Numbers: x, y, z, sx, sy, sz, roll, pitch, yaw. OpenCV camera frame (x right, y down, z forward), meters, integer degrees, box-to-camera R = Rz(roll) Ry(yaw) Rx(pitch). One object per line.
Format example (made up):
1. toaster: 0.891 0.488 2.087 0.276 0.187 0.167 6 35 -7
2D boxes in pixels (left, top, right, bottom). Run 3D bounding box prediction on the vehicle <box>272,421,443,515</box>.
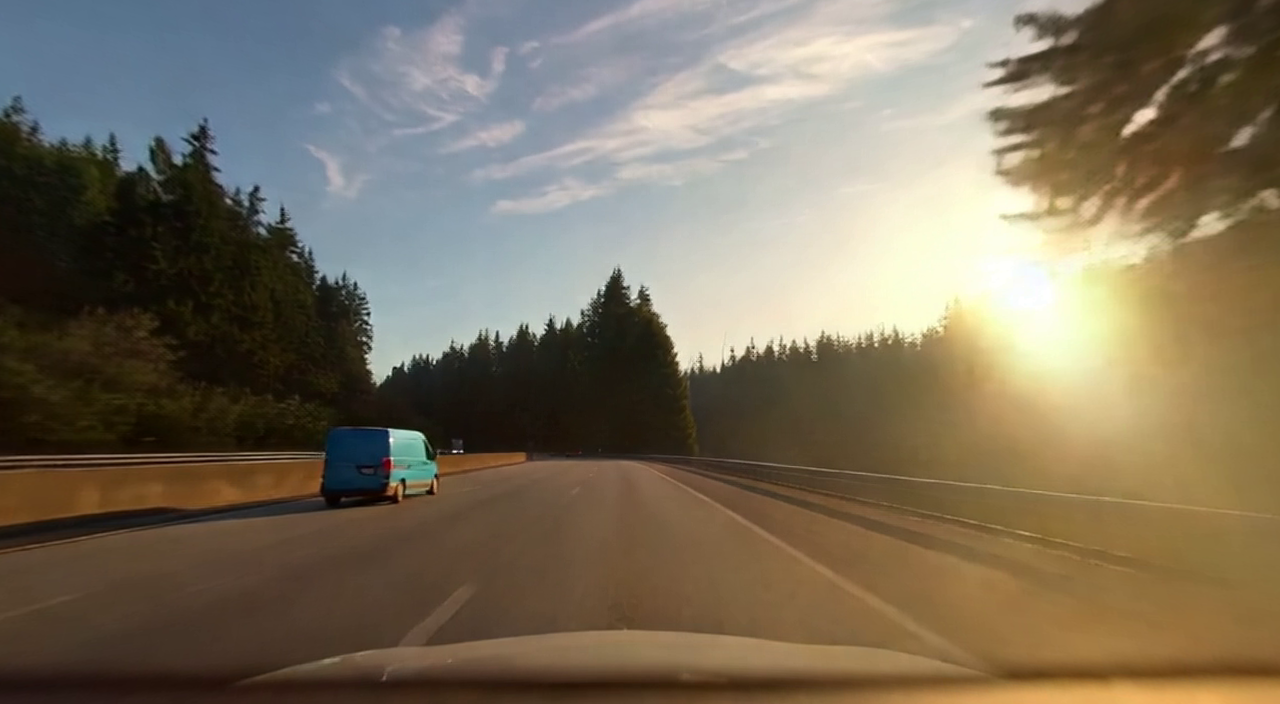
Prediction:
1. vehicle: -6.972 2.937 16.363 2.197 2.038 4.919 0 -9 -1
